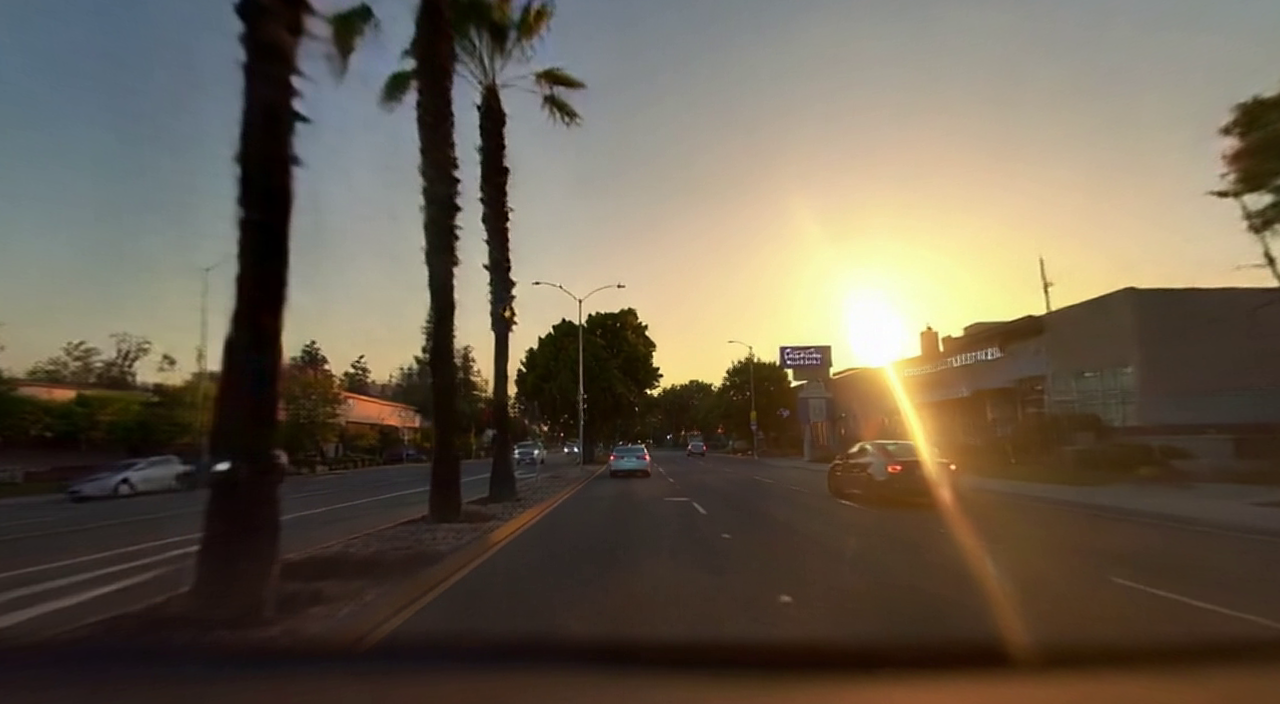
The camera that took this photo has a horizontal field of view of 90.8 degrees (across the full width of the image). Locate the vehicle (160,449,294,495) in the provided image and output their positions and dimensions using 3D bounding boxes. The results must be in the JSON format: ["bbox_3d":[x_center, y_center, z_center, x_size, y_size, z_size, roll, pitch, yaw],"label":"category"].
[{"bbox_3d":[-14.986,4.339,23.274,2.015,1.509,4.295,0,-9,0],"label":"vehicle"}]

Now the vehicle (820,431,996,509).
[{"bbox_3d":[6.319,2.842,15.677,2.244,1.618,4.585,0,-9,-1],"label":"vehicle"}]

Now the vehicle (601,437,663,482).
[{"bbox_3d":[-0.308,3.998,23.734,2.106,1.496,3.964,0,-9,-1],"label":"vehicle"}]

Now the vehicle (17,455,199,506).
[{"bbox_3d":[-18.461,4.420,22.243,1.968,1.524,4.390,-3,-9,20],"label":"vehicle"}]

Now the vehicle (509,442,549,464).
[{"bbox_3d":[-8.367,7.663,48.137,2.049,1.543,5.131,0,-9,0],"label":"vehicle"}]
